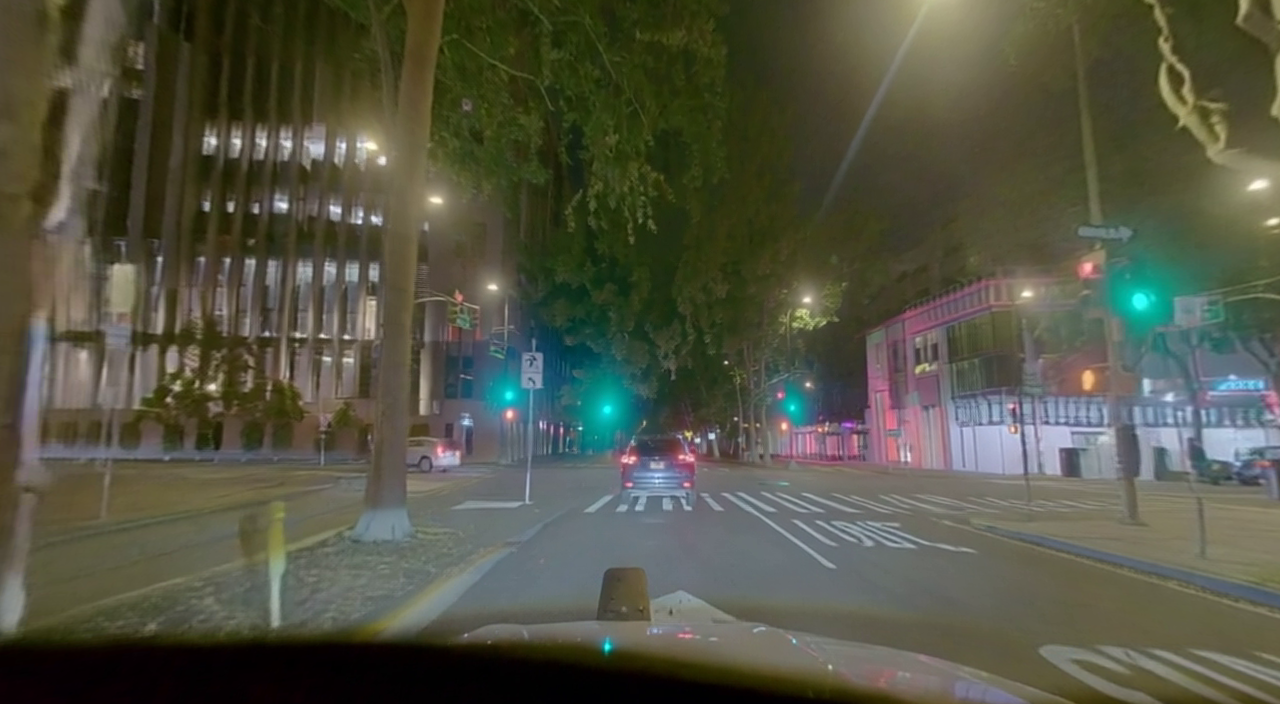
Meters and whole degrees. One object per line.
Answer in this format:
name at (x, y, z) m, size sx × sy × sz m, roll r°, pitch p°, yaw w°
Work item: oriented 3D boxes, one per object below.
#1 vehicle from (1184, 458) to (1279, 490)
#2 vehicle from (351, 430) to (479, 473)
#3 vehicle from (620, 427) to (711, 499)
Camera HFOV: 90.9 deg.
vehicle at (30.423, 6.081, 31.557) m, size 4.668 × 1.441 × 1.904 m, roll 0°, pitch -8°, yaw -4°
vehicle at (-8.633, 3.809, 24.236) m, size 4.282 × 1.519 × 2.077 m, roll -4°, pitch -9°, yaw 21°
vehicle at (0.659, 2.831, 16.438) m, size 2.079 × 1.621 × 3.861 m, roll -1°, pitch -8°, yaw 2°
